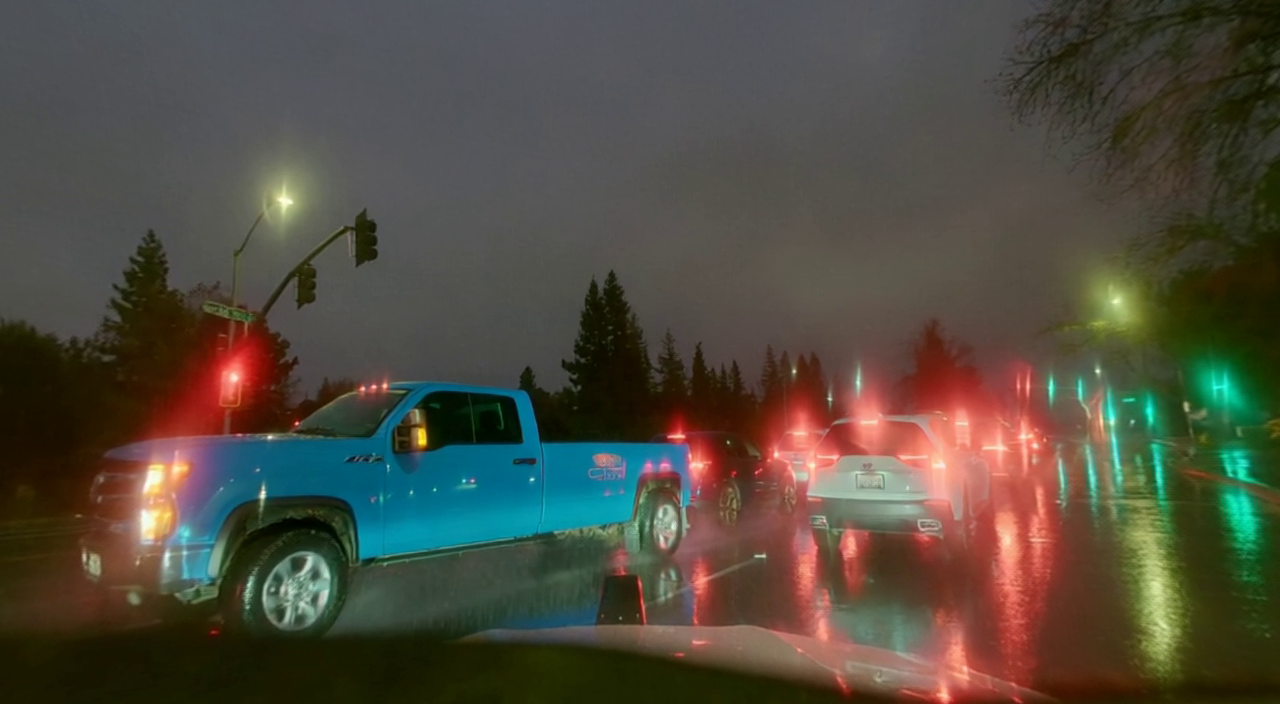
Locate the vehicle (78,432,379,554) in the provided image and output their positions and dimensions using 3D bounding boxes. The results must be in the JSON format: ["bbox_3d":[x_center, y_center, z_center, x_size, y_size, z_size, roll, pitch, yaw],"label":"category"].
[{"bbox_3d":[-8.382,2.800,13.422,2.174,2.057,4.738,-6,-10,33],"label":"vehicle"}]

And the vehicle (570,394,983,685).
[{"bbox_3d":[1.717,1.378,5.991,2.027,1.549,4.801,-6,-10,35],"label":"vehicle"}]

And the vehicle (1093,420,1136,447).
[{"bbox_3d":[32.808,5.678,43.712,2.160,1.790,4.303,-6,-10,35],"label":"vehicle"}]

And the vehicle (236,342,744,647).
[{"bbox_3d":[-0.870,1.401,7.471,2.272,2.016,6.146,-5,-10,27],"label":"vehicle"}]

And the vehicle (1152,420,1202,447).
[{"bbox_3d":[35.774,5.477,42.182,2.183,1.714,4.491,-6,-11,37],"label":"vehicle"}]
